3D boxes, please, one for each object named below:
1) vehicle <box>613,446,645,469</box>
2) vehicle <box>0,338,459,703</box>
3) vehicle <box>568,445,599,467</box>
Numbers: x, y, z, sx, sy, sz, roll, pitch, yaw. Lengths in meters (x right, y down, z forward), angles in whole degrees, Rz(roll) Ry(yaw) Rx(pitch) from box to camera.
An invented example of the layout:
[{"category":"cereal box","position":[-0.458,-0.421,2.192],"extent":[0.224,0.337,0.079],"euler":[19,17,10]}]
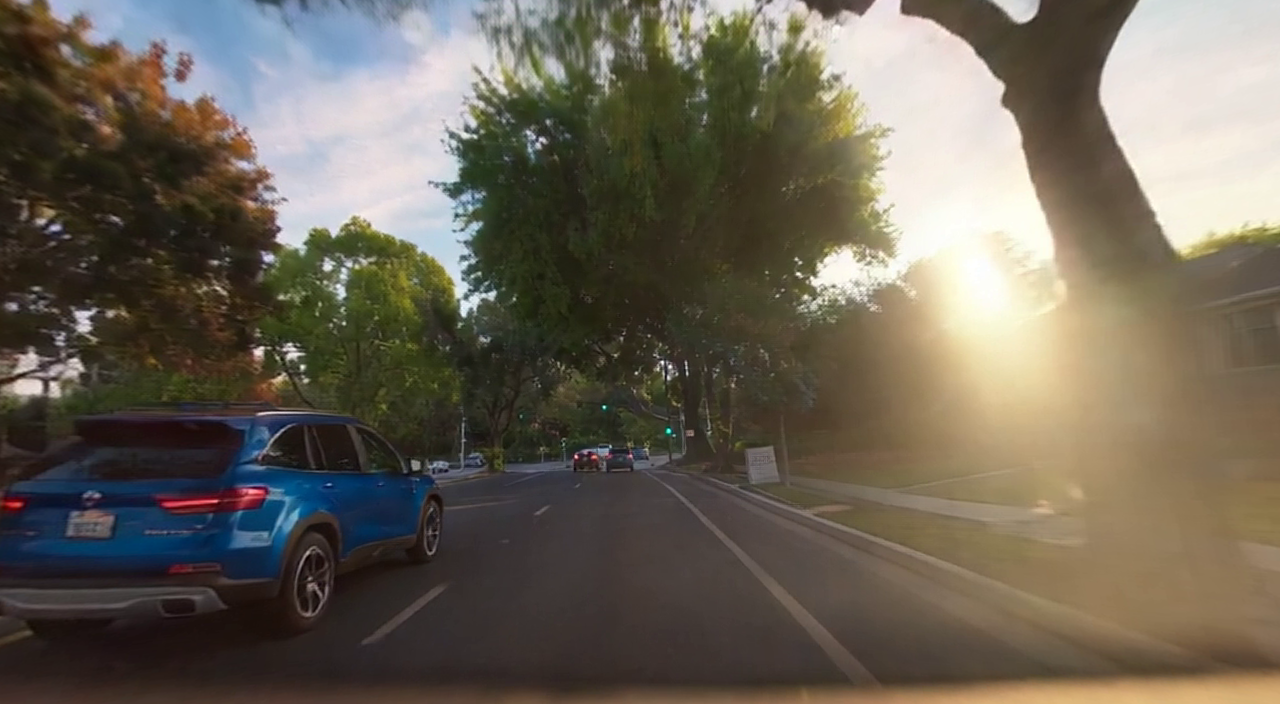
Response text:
[{"category":"vehicle","position":[-0.751,7.071,42.607],"extent":[2.016,1.470,3.784],"euler":[0,-8,-1]},{"category":"vehicle","position":[-3.615,1.300,5.788],"extent":[2.276,1.960,5.561],"euler":[0,-8,0]},{"category":"vehicle","position":[-4.390,8.165,49.810],"extent":[2.002,1.688,4.084],"euler":[0,-8,1]}]
